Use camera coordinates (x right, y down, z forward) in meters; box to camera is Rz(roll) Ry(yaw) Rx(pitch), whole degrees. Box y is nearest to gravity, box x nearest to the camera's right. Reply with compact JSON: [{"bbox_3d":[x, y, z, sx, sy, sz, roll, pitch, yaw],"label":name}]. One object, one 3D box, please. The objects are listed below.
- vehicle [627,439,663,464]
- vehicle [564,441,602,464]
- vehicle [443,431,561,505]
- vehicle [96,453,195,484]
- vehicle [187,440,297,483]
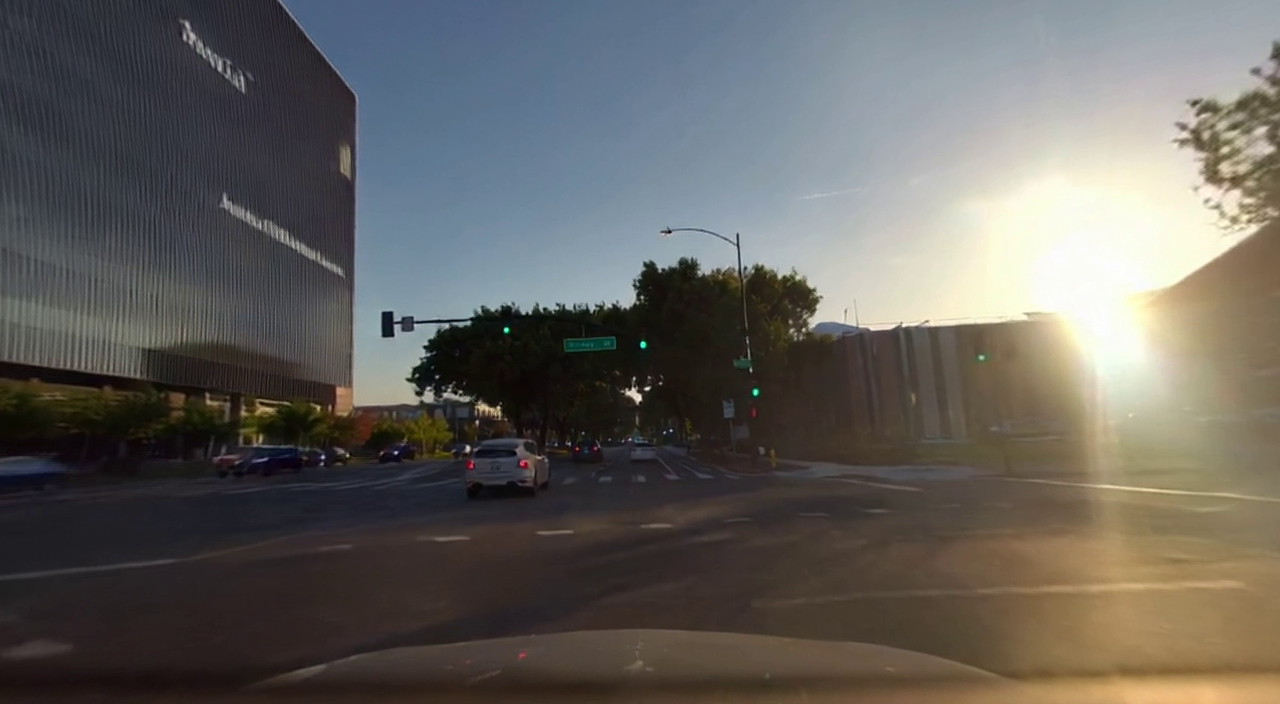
[{"bbox_3d":[0.300,6.123,39.126,2.102,1.482,4.125,0,-8,0],"label":"vehicle"},{"bbox_3d":[-3.692,6.579,41.714,2.088,1.430,4.482,0,-8,0],"label":"vehicle"},{"bbox_3d":[-3.180,2.737,15.378,1.983,1.545,3.773,0,-8,0],"label":"vehicle"},{"bbox_3d":[-26.745,6.301,34.403,1.853,1.467,4.380,0,-8,0],"label":"vehicle"},{"bbox_3d":[-17.255,4.742,27.693,1.926,1.711,4.516,0,-8,-1],"label":"vehicle"}]
